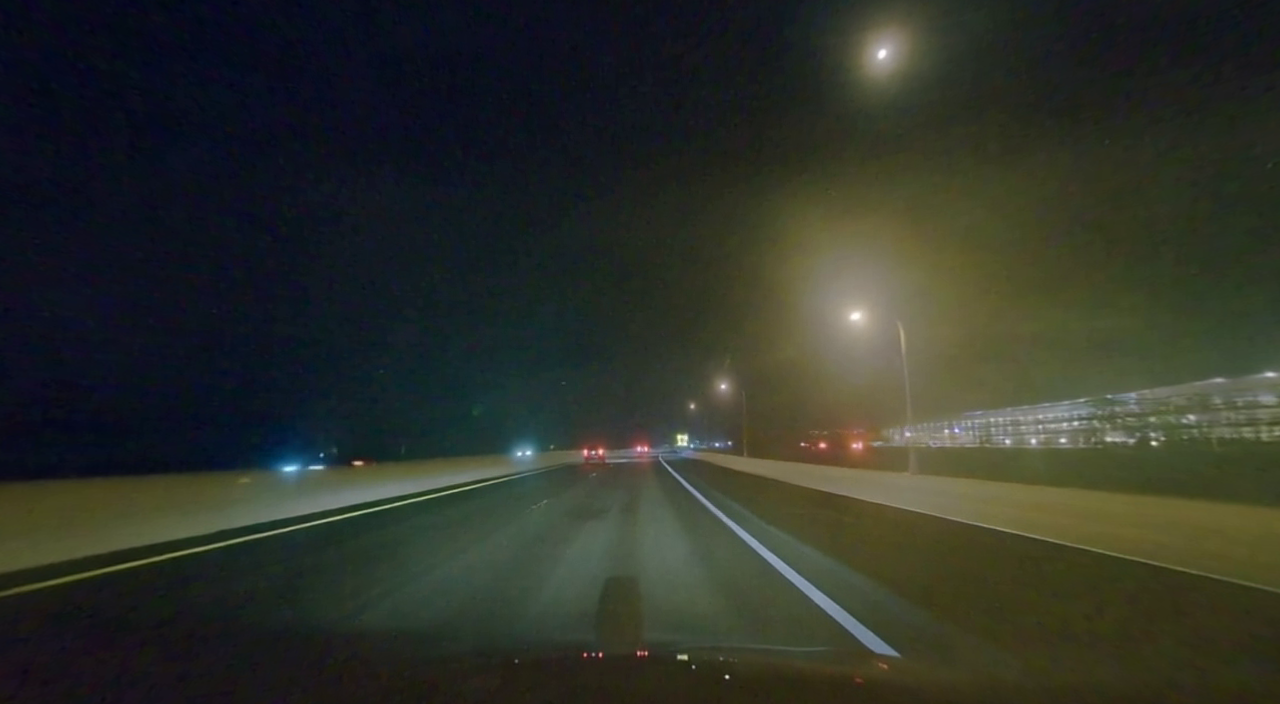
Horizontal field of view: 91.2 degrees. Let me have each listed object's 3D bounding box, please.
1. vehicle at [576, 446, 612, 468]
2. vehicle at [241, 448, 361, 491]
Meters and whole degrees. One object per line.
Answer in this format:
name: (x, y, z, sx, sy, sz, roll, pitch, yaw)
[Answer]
vehicle: (-3.373, 7.863, 47.074, 2.268, 1.600, 4.724, 0, -9, 1)
vehicle: (-13.346, 4.628, 25.074, 2.211, 1.519, 4.566, 0, -9, 0)
